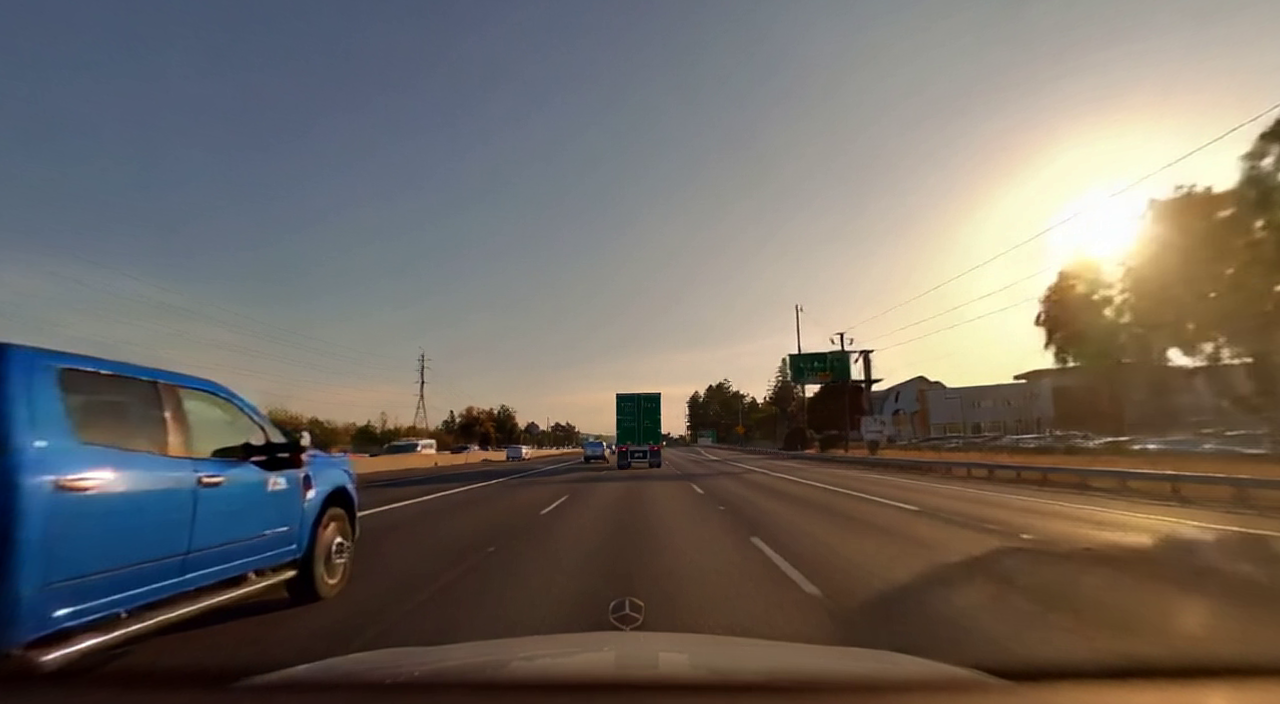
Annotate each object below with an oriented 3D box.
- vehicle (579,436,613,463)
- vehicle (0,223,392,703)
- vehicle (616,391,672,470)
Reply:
[{"bbox_3d":[-3.408,7.653,49.662,2.293,1.923,5.141,0,-8,0],"label":"vehicle"},{"bbox_3d":[-3.717,0.643,2.528,2.749,2.141,6.515,0,-8,1],"label":"vehicle"},{"bbox_3d":[0.235,5.046,39.487,2.879,4.085,13.125,0,-8,0],"label":"vehicle"}]
